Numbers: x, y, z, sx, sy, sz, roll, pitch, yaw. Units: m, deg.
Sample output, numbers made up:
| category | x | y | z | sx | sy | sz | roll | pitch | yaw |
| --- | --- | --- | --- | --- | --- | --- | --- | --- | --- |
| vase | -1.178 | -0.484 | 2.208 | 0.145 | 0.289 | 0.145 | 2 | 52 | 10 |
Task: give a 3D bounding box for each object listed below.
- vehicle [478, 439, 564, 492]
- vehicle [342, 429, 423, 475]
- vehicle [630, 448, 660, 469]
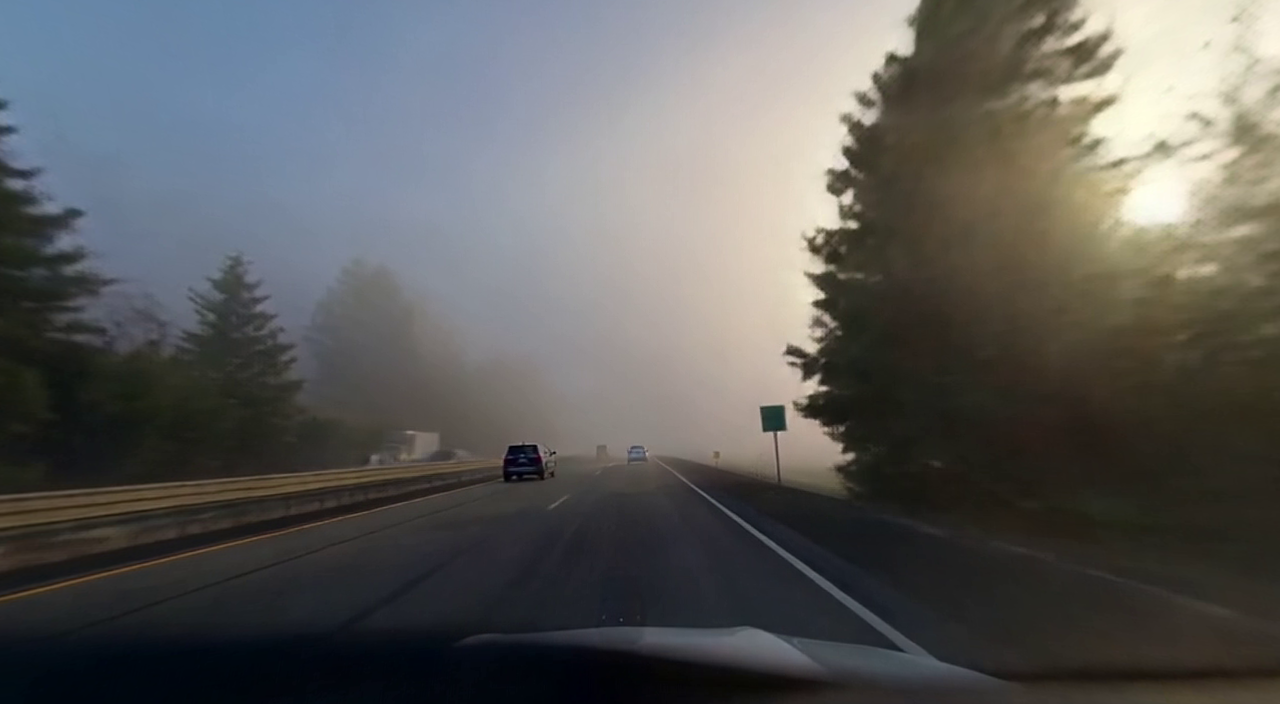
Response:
| category | x | y | z | sx | sy | sz | roll | pitch | yaw |
| --- | --- | --- | --- | --- | --- | --- | --- | --- | --- |
| vehicle | -4.029 | 3.925 | 22.151 | 2.100 | 1.667 | 4.223 | 0 | -9 | 1 |
| vehicle | -16.532 | 6.474 | 41.071 | 2.419 | 2.745 | 6.688 | 0 | -9 | 0 |
| vehicle | 0.300 | 7.677 | 45.747 | 2.046 | 1.452 | 4.407 | 0 | -9 | -1 |
